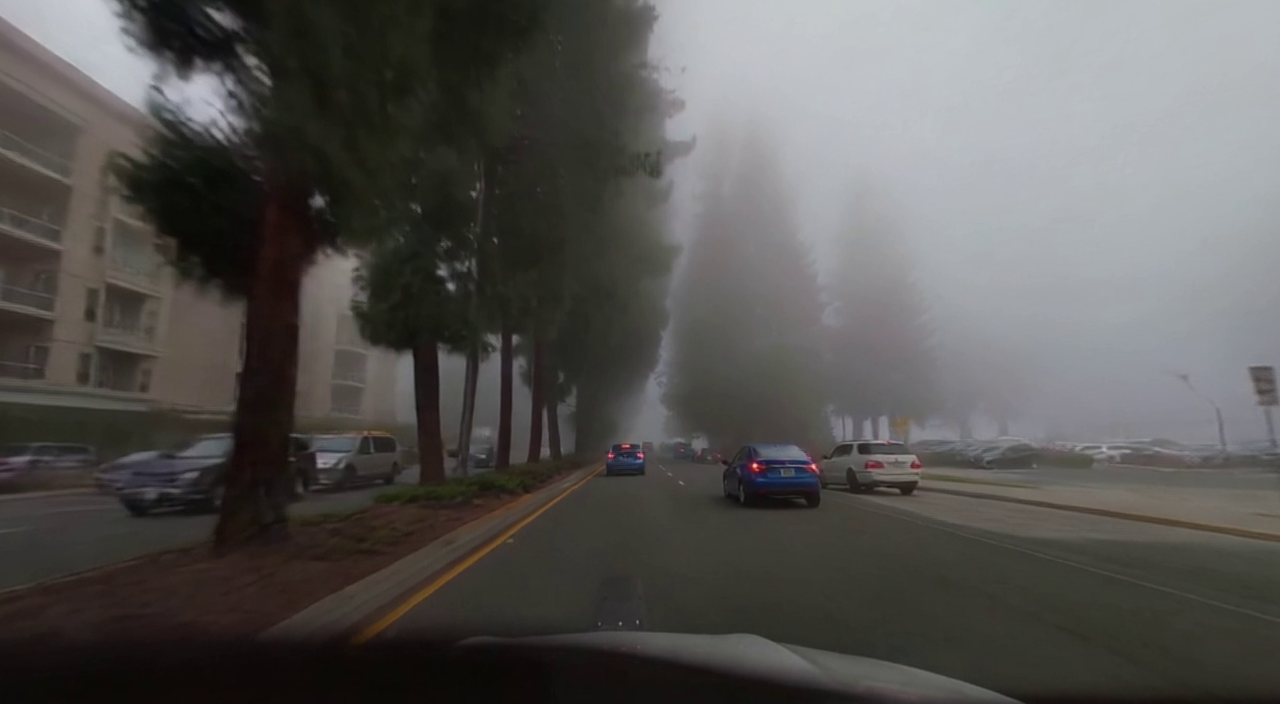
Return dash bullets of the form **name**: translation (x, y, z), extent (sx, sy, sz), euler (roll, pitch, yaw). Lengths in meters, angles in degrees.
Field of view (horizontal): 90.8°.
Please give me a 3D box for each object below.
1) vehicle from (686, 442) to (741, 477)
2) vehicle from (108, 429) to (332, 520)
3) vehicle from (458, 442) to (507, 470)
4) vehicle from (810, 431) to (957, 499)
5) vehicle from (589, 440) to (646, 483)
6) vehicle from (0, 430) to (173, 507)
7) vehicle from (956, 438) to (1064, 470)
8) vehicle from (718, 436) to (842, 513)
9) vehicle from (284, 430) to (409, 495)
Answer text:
- **vehicle**: translation (3.286, 4.891, 28.975), extent (1.908, 1.453, 4.230), euler (0, -9, -2)
- **vehicle**: translation (-9.006, 2.629, 14.169), extent (2.019, 1.668, 4.433), euler (-1, -8, -1)
- **vehicle**: translation (-9.510, 6.315, 38.471), extent (1.953, 1.612, 4.204), euler (0, -9, -1)
- **vehicle**: translation (7.143, 3.407, 19.360), extent (2.224, 1.772, 5.325), euler (0, -9, -2)
- **vehicle**: translation (-0.799, 4.120, 23.921), extent (1.994, 1.479, 3.647), euler (0, -9, 0)
- **vehicle**: translation (-16.256, 3.279, 18.208), extent (1.978, 1.905, 4.702), euler (0, -9, -1)
- **vehicle**: translation (20.528, 5.690, 35.201), extent (4.697, 1.691, 2.106), euler (0, -9, -1)
- **vehicle**: translation (2.995, 2.719, 14.424), extent (1.852, 1.498, 3.825), euler (0, -9, -2)
- **vehicle**: translation (-9.077, 3.454, 20.018), extent (1.927, 1.788, 4.541), euler (1, -9, -3)
